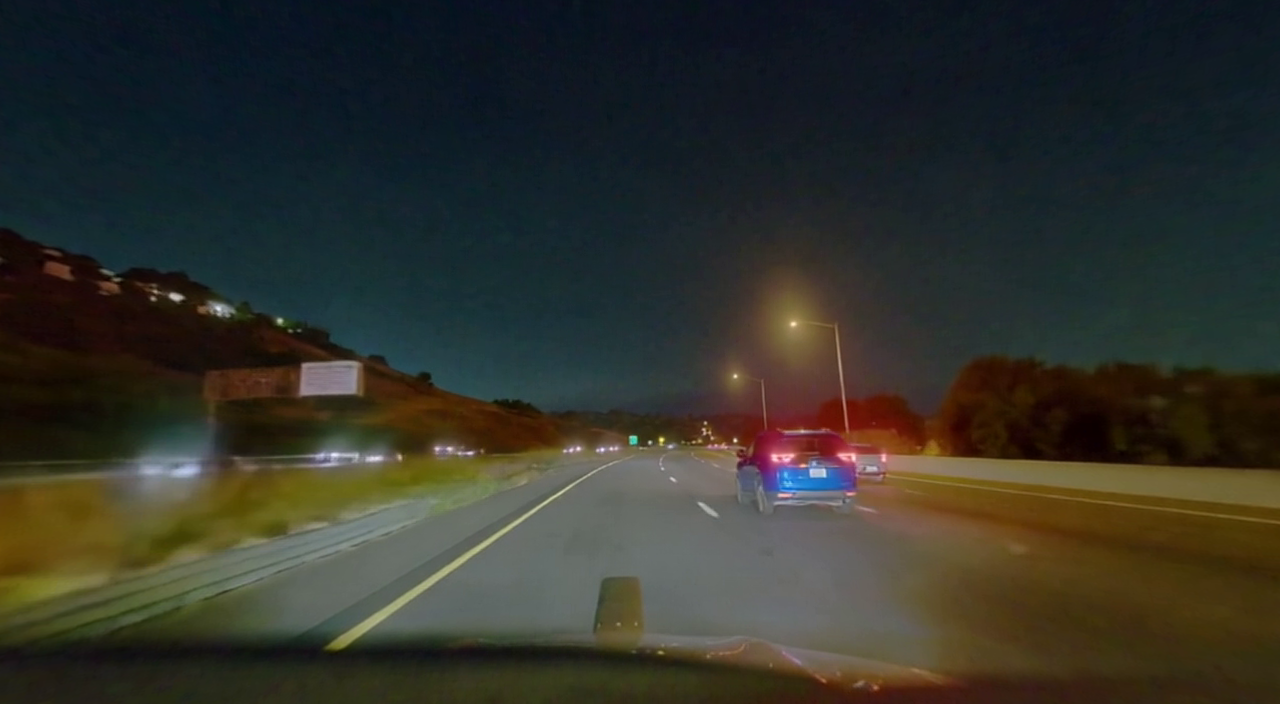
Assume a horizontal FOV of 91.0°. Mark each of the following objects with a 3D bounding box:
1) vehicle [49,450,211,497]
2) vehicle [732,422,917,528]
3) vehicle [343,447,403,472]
[{"bbox_3d":[-18.295,4.343,22.950,1.889,1.508,4.696,0,-9,1],"label":"vehicle"},{"bbox_3d":[3.450,2.426,12.970,2.318,1.766,4.587,0,-9,-1],"label":"vehicle"},{"bbox_3d":[-18.476,7.419,43.749,2.050,1.657,4.649,0,-9,1],"label":"vehicle"}]
